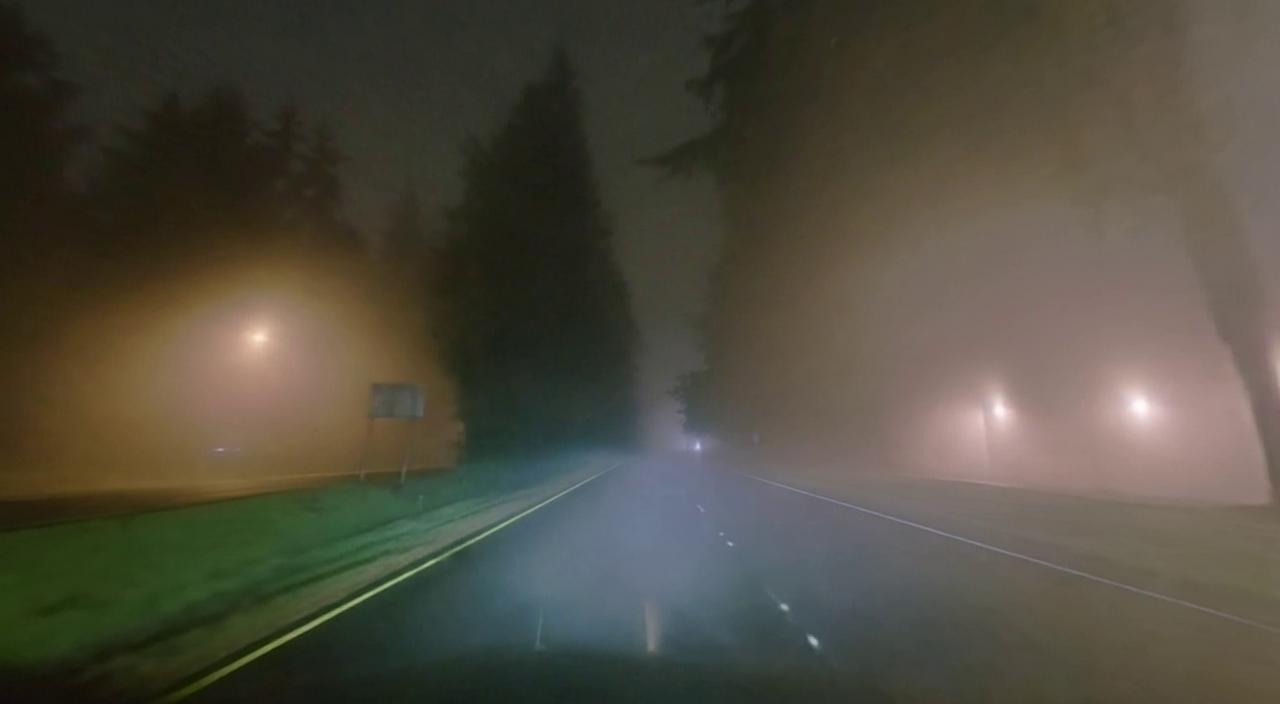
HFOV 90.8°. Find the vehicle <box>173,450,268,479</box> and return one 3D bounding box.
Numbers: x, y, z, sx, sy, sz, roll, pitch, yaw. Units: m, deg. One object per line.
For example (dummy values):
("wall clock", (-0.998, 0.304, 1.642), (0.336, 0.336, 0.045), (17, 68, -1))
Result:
("vehicle", (-31.792, 8.519, 47.949), (5.647, 2.071, 2.194), (0, -9, 3))

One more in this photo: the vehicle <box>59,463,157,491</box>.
("vehicle", (-31.212, 7.316, 37.116), (4.204, 1.448, 1.738), (0, -8, 2))
